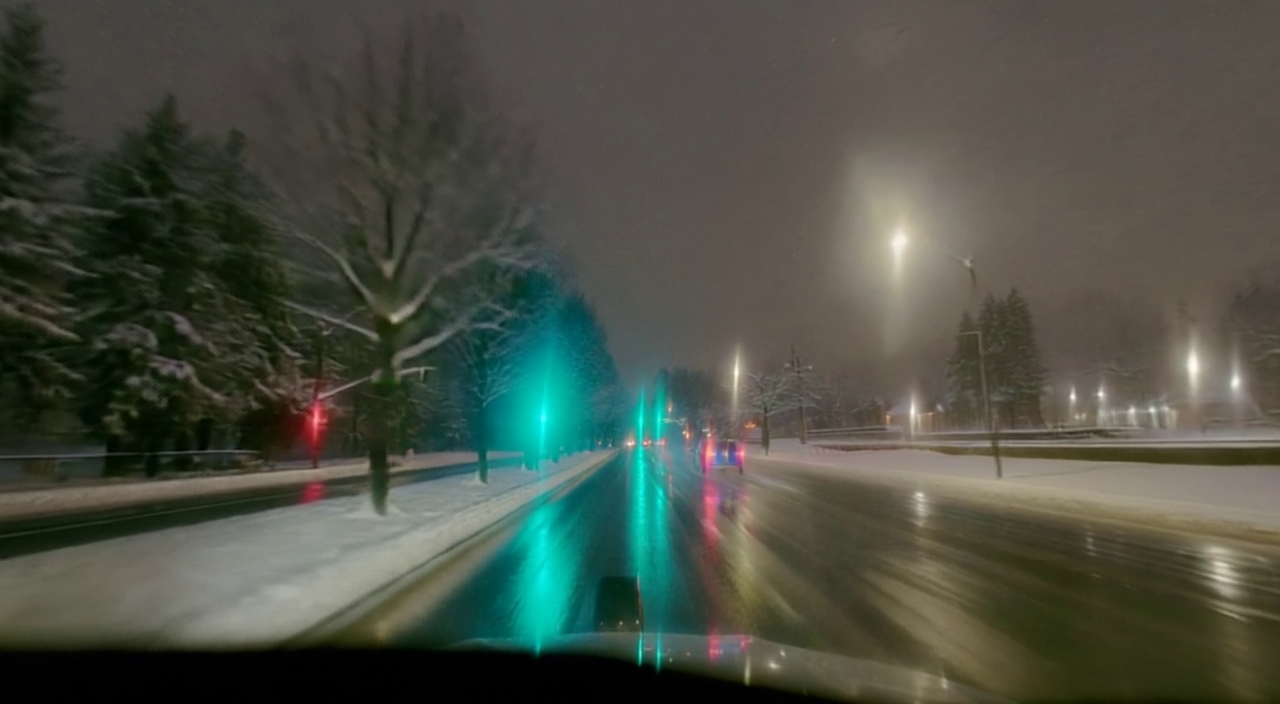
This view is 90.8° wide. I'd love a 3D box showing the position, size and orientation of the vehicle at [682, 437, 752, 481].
[{"bbox_3d":[2.787,4.000,23.900,2.056,1.483,4.091,0,-8,-1],"label":"vehicle"}]
